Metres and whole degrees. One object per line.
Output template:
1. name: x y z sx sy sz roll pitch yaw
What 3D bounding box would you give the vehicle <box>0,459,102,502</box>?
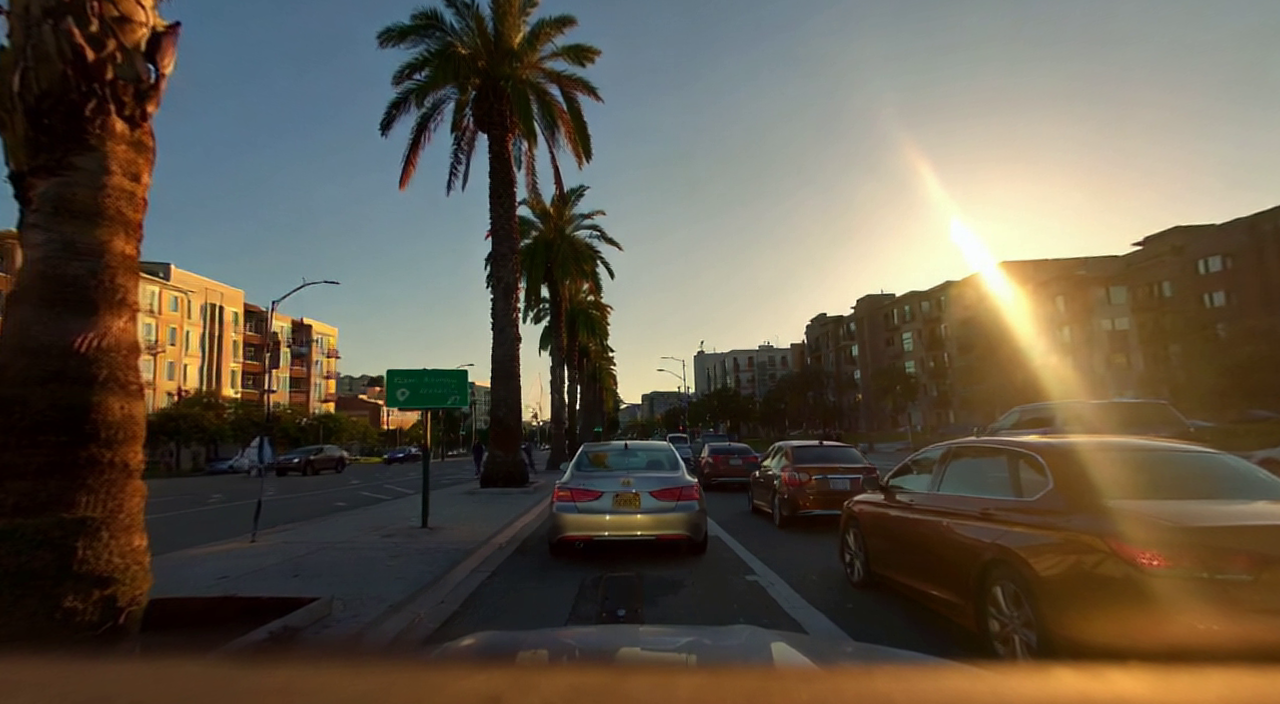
1. vehicle: -23.638 4.861 24.151 1.972 1.425 4.765 0 -8 0

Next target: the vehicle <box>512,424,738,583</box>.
1. vehicle: -0.159 1.747 8.070 2.158 1.498 3.919 0 -8 0

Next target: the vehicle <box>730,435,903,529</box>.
1. vehicle: 3.092 2.370 12.181 1.925 1.451 4.436 0 -8 -2

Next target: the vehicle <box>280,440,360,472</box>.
1. vehicle: -20.607 6.698 40.994 2.306 1.880 5.537 0 -8 -1

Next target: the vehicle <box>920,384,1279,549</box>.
1. vehicle: 7.205 1.861 10.845 2.254 2.072 5.577 0 -8 0

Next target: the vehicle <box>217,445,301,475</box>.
1. vehicle: -24.004 6.783 40.066 2.055 1.759 5.200 0 -8 0
